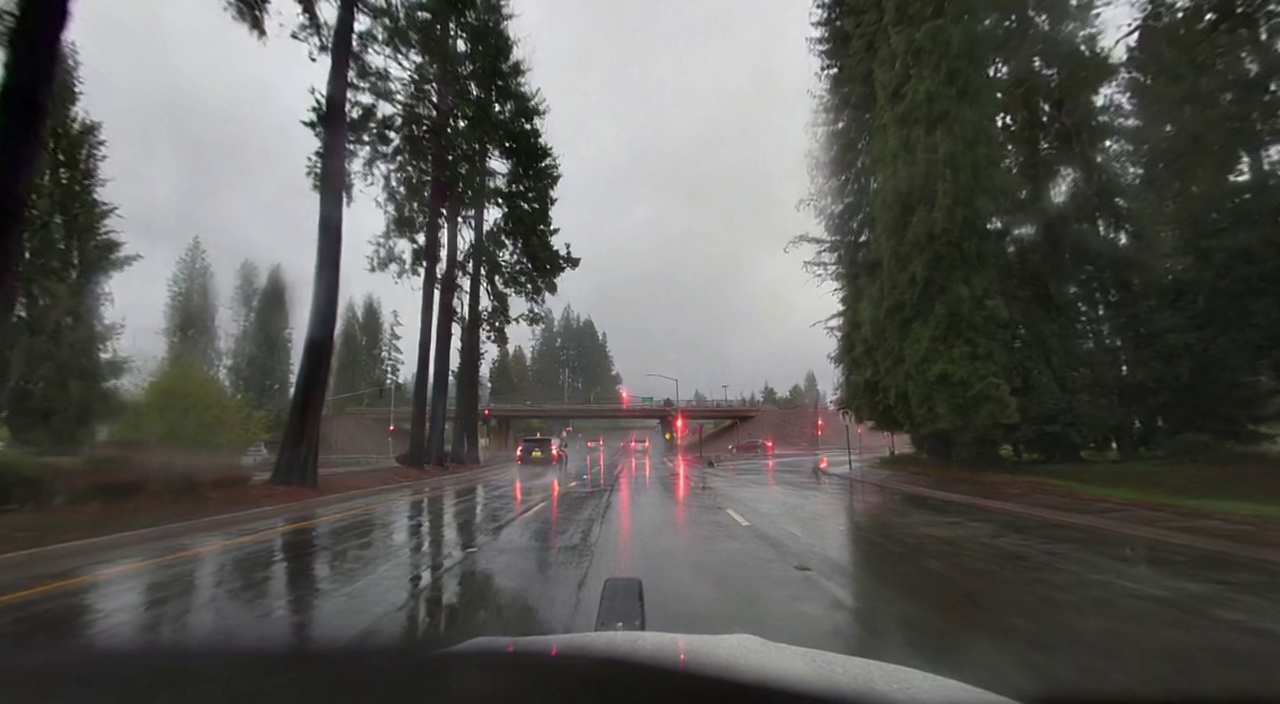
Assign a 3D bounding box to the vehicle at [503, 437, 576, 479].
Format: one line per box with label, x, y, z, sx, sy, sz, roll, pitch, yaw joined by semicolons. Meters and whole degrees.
vehicle;-3.770;4.058;24.437;2.082;1.472;4.310;0;-8;1
